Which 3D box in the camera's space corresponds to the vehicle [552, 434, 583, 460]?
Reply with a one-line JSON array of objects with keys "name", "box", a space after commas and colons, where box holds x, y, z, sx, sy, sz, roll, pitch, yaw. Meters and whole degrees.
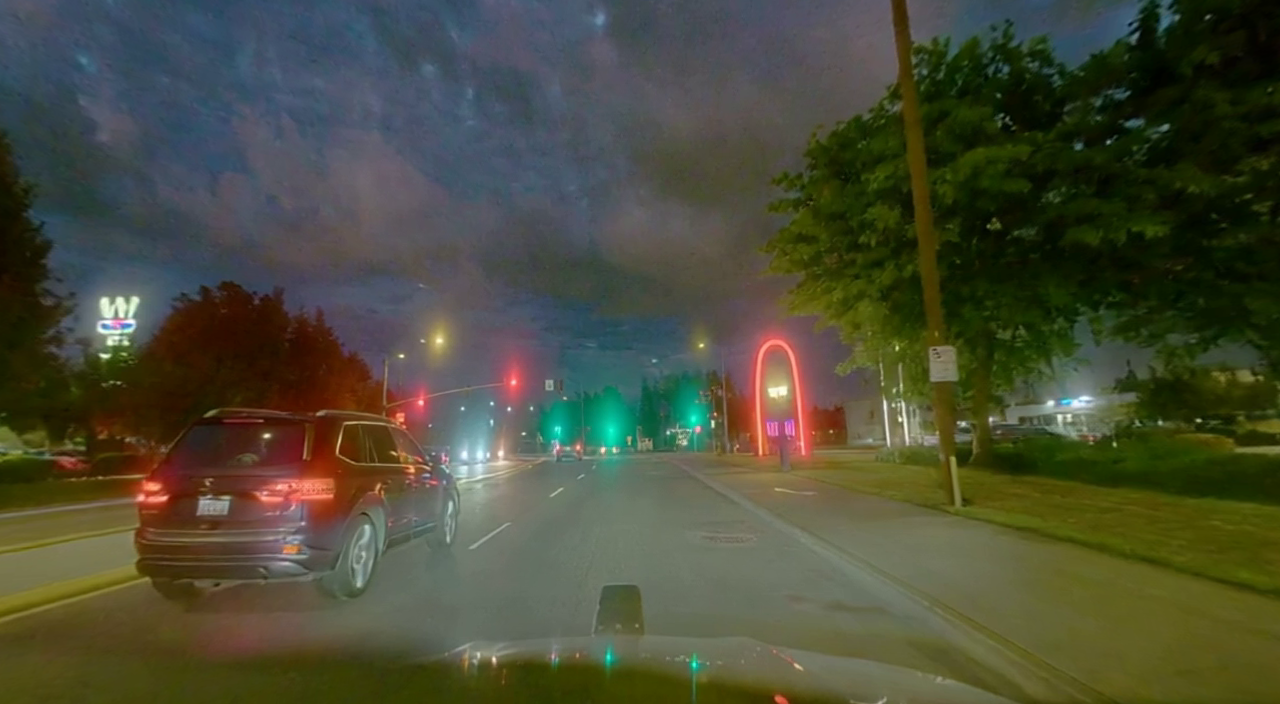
[{"name": "vehicle", "box": [-5.308, 7.000, 46.426, 2.134, 1.799, 5.082, 1, -9, -6]}]

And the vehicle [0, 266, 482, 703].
[{"name": "vehicle", "box": [-3.346, 1.023, 5.301, 2.509, 1.885, 5.831, 0, -9, 0]}]
